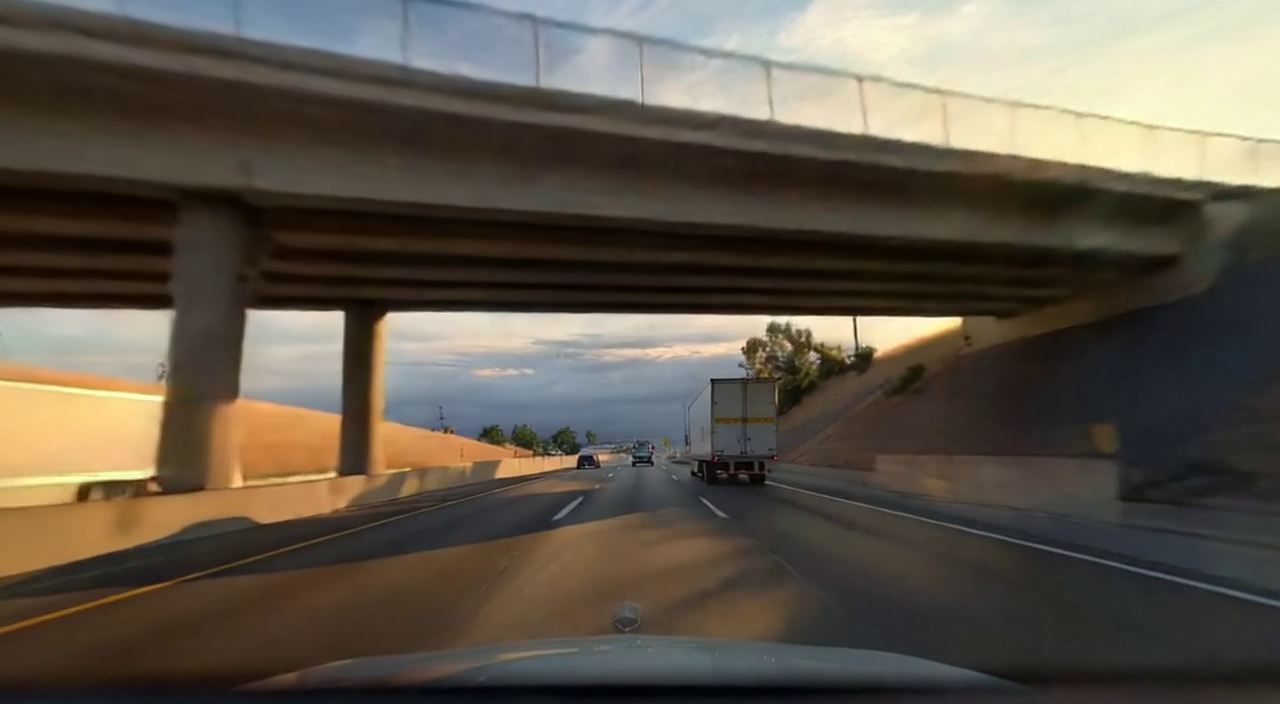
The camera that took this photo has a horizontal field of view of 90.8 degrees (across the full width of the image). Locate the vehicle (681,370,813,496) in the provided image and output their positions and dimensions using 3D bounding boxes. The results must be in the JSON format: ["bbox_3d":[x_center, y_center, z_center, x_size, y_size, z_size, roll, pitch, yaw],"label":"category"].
[{"bbox_3d":[3.976,3.862,28.687,3.131,4.037,16.729,0,-9,0],"label":"vehicle"}]

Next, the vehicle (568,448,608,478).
[{"bbox_3d":[-3.006,6.528,37.292,2.007,1.647,3.854,0,-9,1],"label":"vehicle"}]

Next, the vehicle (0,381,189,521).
[{"bbox_3d":[-19.168,2.543,16.151,2.894,3.819,16.777,0,-9,0],"label":"vehicle"}]
